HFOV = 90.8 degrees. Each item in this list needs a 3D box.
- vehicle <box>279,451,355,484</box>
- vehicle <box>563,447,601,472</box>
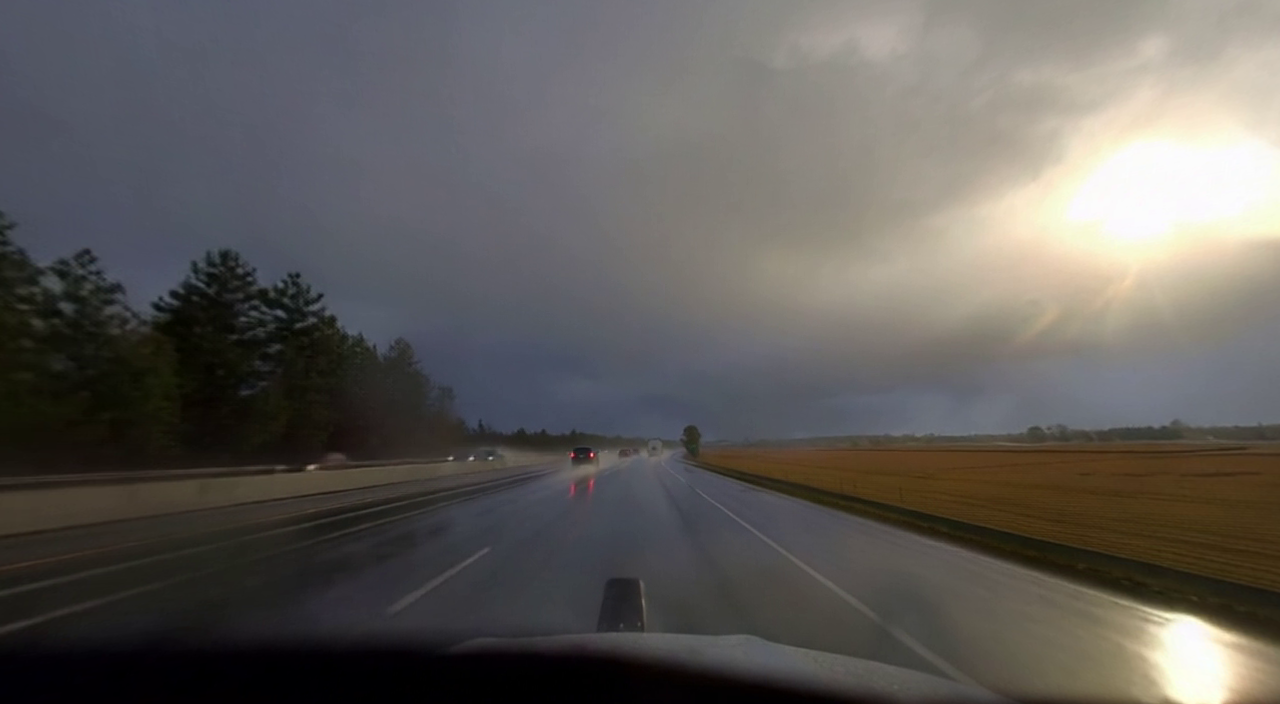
[{"bbox_3d":[-15.998,5.692,31.431,1.722,1.482,3.797,0,-9,1],"label":"vehicle"},{"bbox_3d":[-4.100,7.709,45.582,2.188,1.692,4.623,0,-9,2],"label":"vehicle"}]
